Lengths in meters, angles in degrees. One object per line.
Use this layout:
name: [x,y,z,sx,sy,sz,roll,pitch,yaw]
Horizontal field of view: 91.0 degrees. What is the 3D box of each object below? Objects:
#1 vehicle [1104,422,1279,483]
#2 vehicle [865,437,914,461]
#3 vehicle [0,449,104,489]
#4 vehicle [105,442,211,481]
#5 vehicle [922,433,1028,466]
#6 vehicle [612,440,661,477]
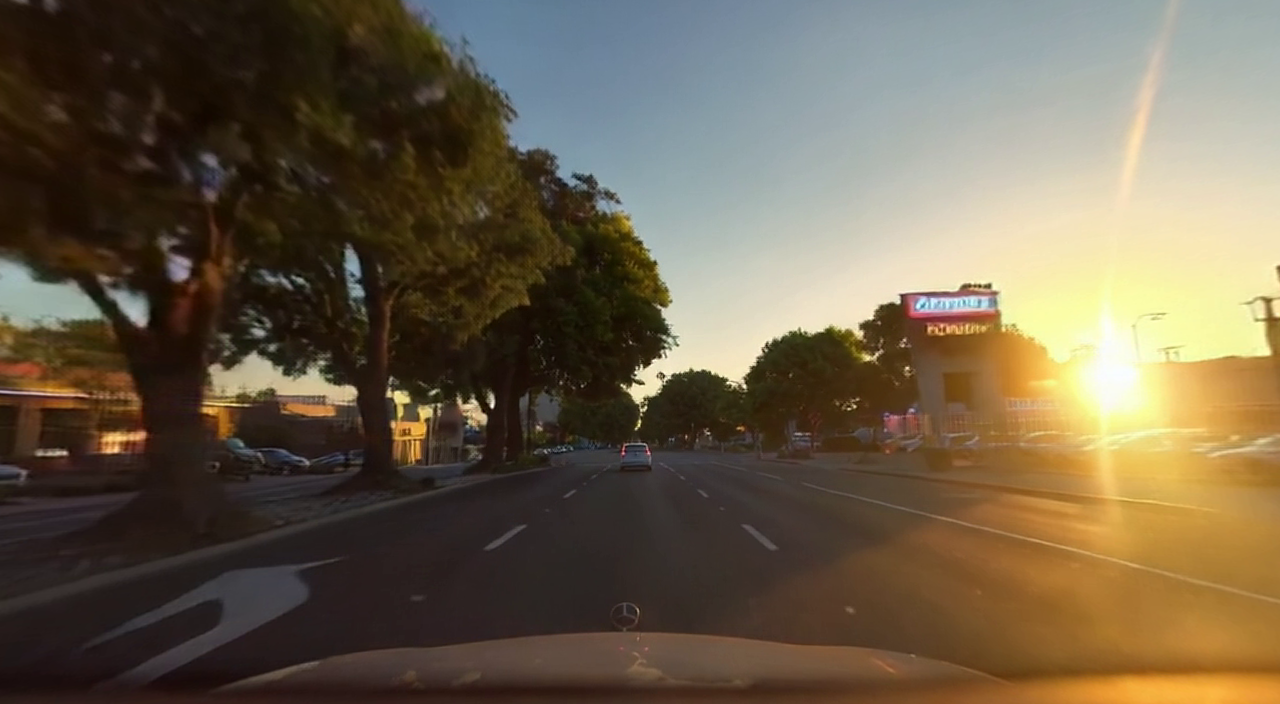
vehicle: [17.927,3.138,19.712,5.083,1.778,2.063,0,-9,1]
vehicle: [18.950,7.405,48.088,1.894,1.706,4.583,0,-9,1]
vehicle: [-26.812,5.115,27.749,4.444,1.630,2.287,-1,-8,6]
vehicle: [-26.987,6.146,35.356,4.087,1.755,2.304,-5,-9,1]
vehicle: [17.040,4.961,32.149,4.224,1.614,2.028,0,-9,-1]
vehicle: [-0.188,4.567,27.213,1.998,1.452,3.773,0,-8,-1]
